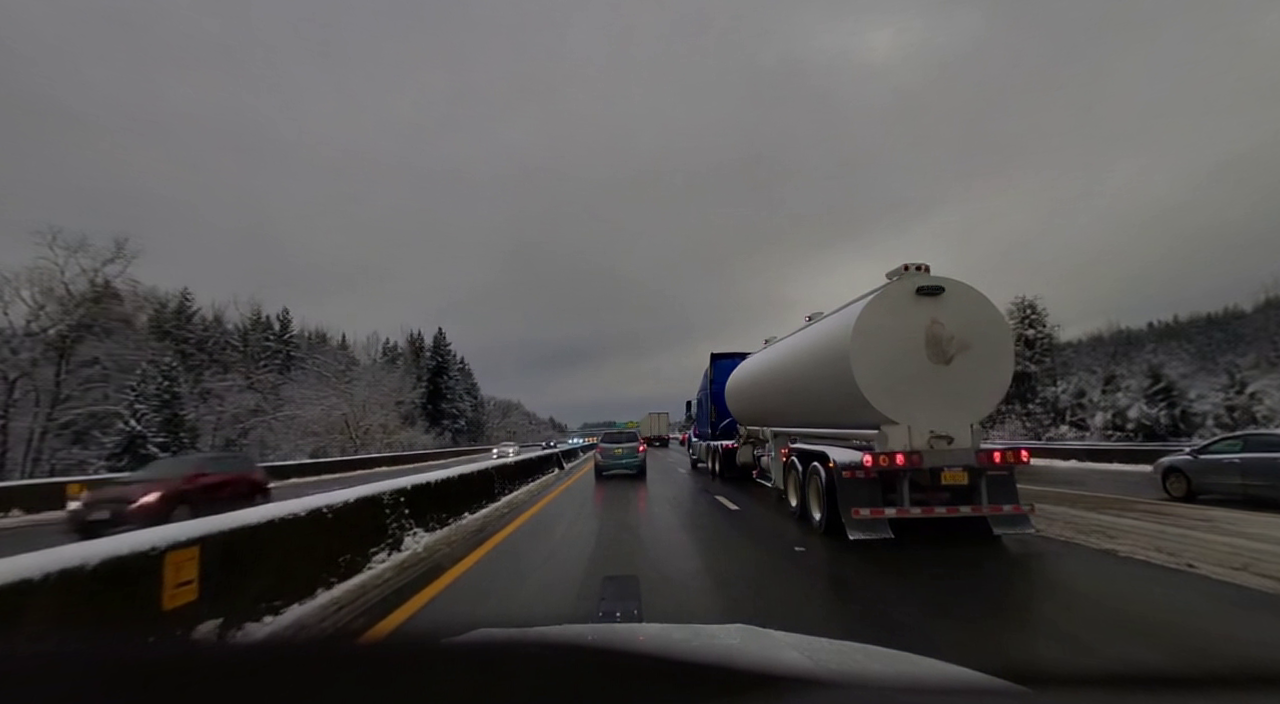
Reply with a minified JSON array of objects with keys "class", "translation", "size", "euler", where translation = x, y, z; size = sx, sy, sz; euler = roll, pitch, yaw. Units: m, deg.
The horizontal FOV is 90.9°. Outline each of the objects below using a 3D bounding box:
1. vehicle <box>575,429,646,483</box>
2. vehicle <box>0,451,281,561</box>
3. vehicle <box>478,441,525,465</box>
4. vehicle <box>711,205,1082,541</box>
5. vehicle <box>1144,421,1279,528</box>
[{"class":"vehicle","translation":[-0.849,3.165,19.510],"size":[2.000,1.510,3.518],"euler":[0,-8,-1]},{"class":"vehicle","translation":[-8.499,2.542,11.205],"size":[1.853,1.459,4.228],"euler":[0,-8,-2]},{"class":"vehicle","translation":[-9.609,7.010,44.007],"size":[2.161,1.495,4.774],"euler":[0,-8,0]},{"class":"vehicle","translation":[3.441,0.805,11.929],"size":[2.826,3.905,9.262],"euler":[0,-8,-2]},{"class":"vehicle","translation":[9.794,1.744,9.078],"size":[1.739,1.471,3.889],"euler":[0,-8,-2]}]
